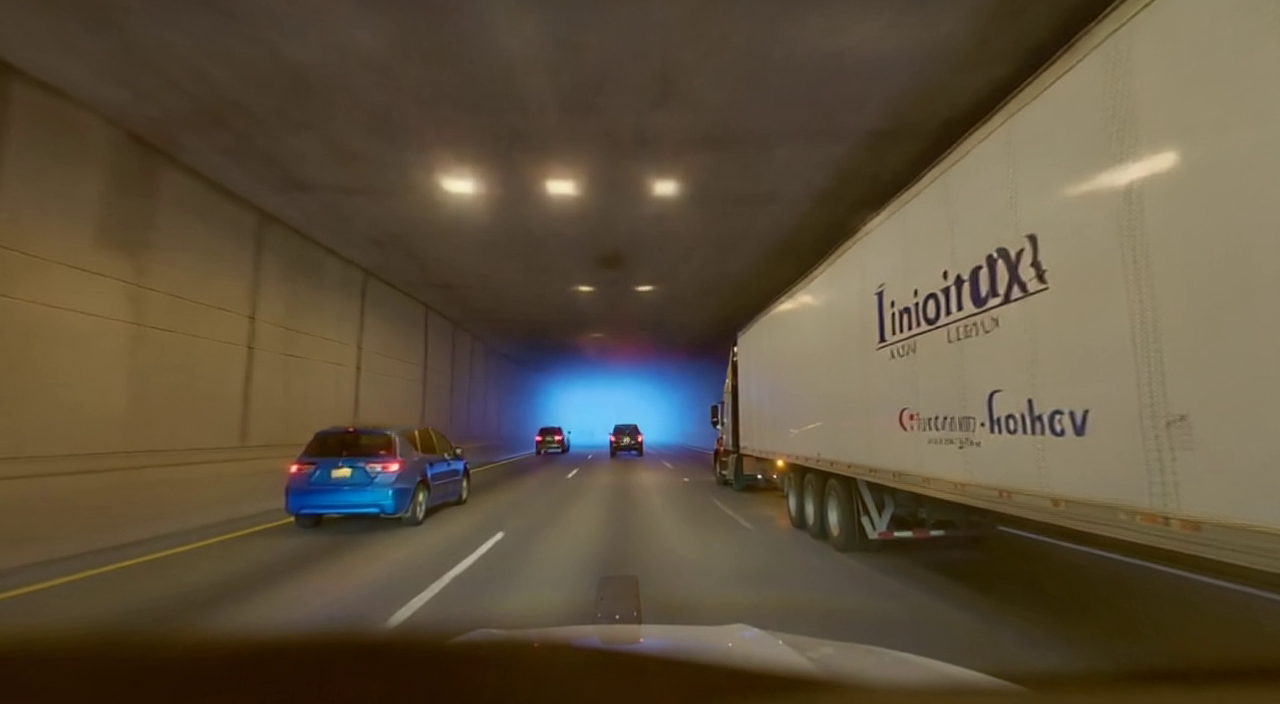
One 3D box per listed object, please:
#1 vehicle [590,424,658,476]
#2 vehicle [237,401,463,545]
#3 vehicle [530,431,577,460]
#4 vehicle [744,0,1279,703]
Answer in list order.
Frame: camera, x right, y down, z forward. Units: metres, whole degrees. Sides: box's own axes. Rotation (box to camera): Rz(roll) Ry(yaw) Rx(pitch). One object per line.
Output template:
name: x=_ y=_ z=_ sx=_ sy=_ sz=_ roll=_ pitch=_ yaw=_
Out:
vehicle: x=-0.528 y=3.321 z=21.561 sx=2.094 sy=1.600 sz=3.666 roll=0 pitch=-8 yaw=-1
vehicle: x=-3.840 y=1.621 z=8.936 sx=1.826 sy=1.695 sz=2.870 roll=0 pitch=-8 yaw=-1
vehicle: x=-4.611 y=5.052 z=34.273 sx=2.019 sy=1.435 sz=4.317 roll=0 pitch=-8 yaw=-1
vehicle: x=3.795 y=0.101 z=6.214 sx=2.842 sy=4.108 sz=14.081 roll=0 pitch=-8 yaw=-1
